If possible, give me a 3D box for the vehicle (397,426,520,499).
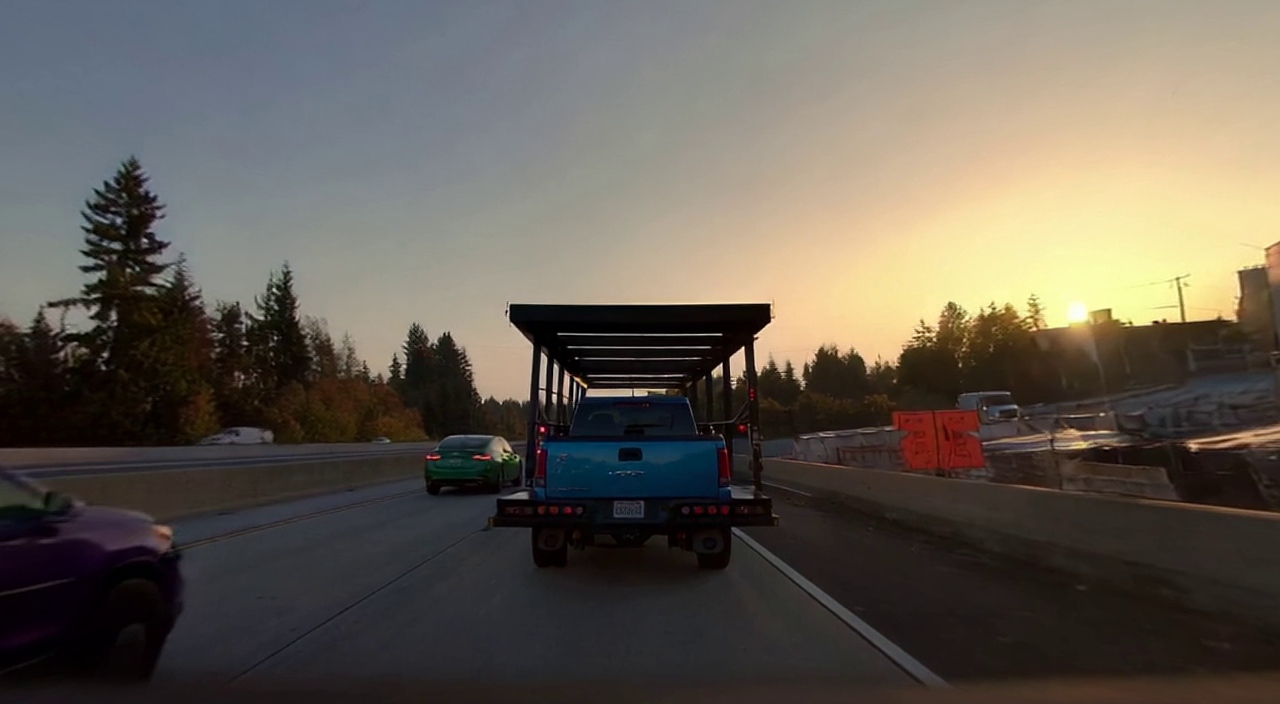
[{"bbox_3d":[-4.641,2.908,16.938,2.057,1.665,4.572,0,-9,-2],"label":"vehicle"}]

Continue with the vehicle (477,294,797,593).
[{"bbox_3d":[-0.188,1.540,10.744,2.735,2.597,10.435,0,-9,-2],"label":"vehicle"}]

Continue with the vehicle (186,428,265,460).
[{"bbox_3d":[-26.964,6.020,41.337,2.038,1.918,4.771,0,-9,-2],"label":"vehicle"}]

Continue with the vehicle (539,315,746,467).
[{"bbox_3d":[-0.056,0.749,9.016,2.156,1.604,4.680,0,-9,-2],"label":"vehicle"}]
